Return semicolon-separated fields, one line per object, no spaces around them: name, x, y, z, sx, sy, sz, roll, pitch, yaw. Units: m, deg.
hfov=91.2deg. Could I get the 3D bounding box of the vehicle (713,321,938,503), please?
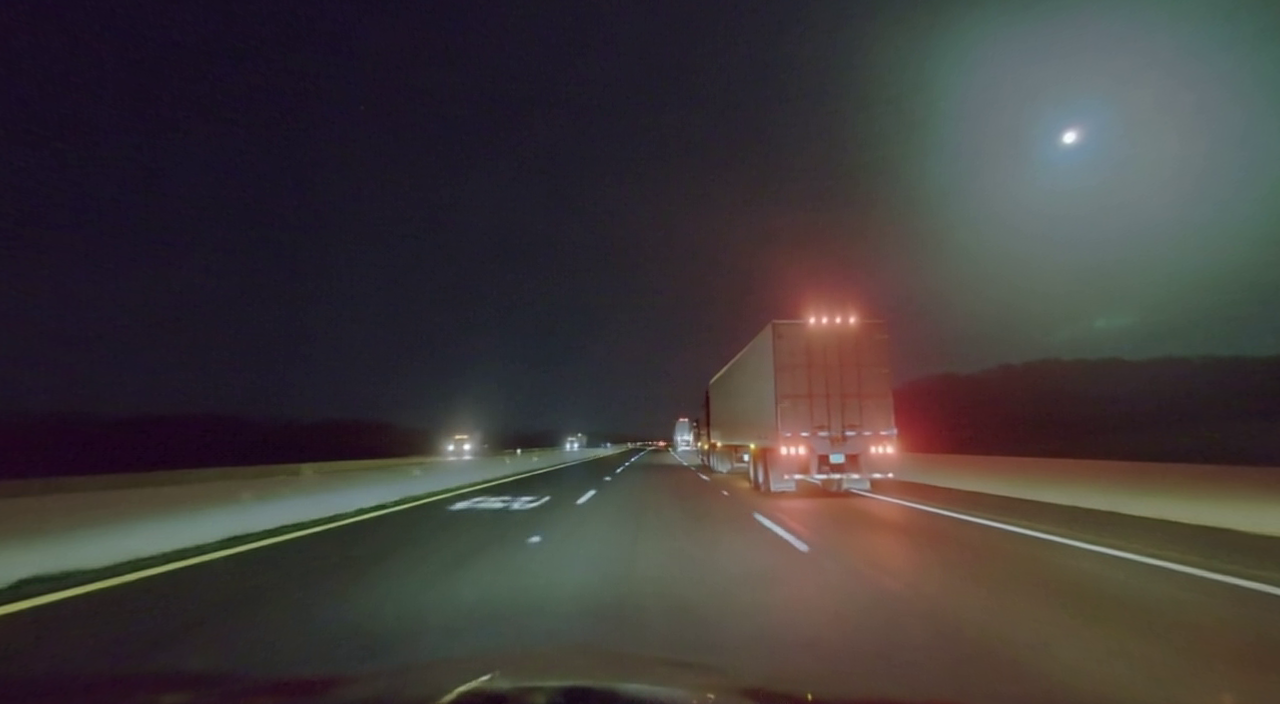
vehicle;4.844;2.352;20.950;3.485;3.975;14.489;0;-8;2
